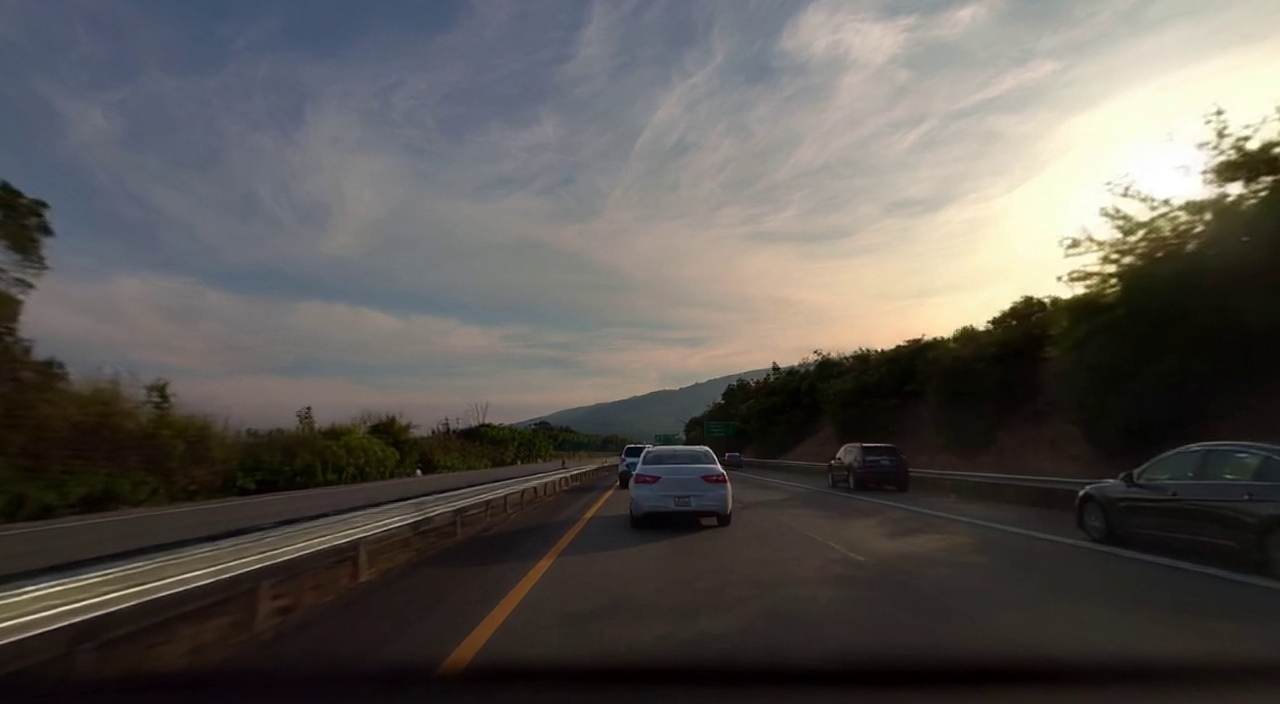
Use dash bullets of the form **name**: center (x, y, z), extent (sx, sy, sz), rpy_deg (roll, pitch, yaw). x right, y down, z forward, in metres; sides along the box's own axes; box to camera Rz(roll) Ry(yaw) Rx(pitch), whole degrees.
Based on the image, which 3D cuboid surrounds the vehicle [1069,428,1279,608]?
- **vehicle**: center (6.351, 1.464, 5.767), extent (1.965, 1.484, 4.090), rpy_deg (0, -9, 0)

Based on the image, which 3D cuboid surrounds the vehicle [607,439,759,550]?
- **vehicle**: center (0.577, 2.258, 10.569), extent (2.076, 1.485, 3.774), rpy_deg (0, -9, 0)

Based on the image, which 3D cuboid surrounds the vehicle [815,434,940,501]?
- **vehicle**: center (6.772, 3.338, 18.525), extent (1.980, 1.702, 4.235), rpy_deg (0, -9, 0)
